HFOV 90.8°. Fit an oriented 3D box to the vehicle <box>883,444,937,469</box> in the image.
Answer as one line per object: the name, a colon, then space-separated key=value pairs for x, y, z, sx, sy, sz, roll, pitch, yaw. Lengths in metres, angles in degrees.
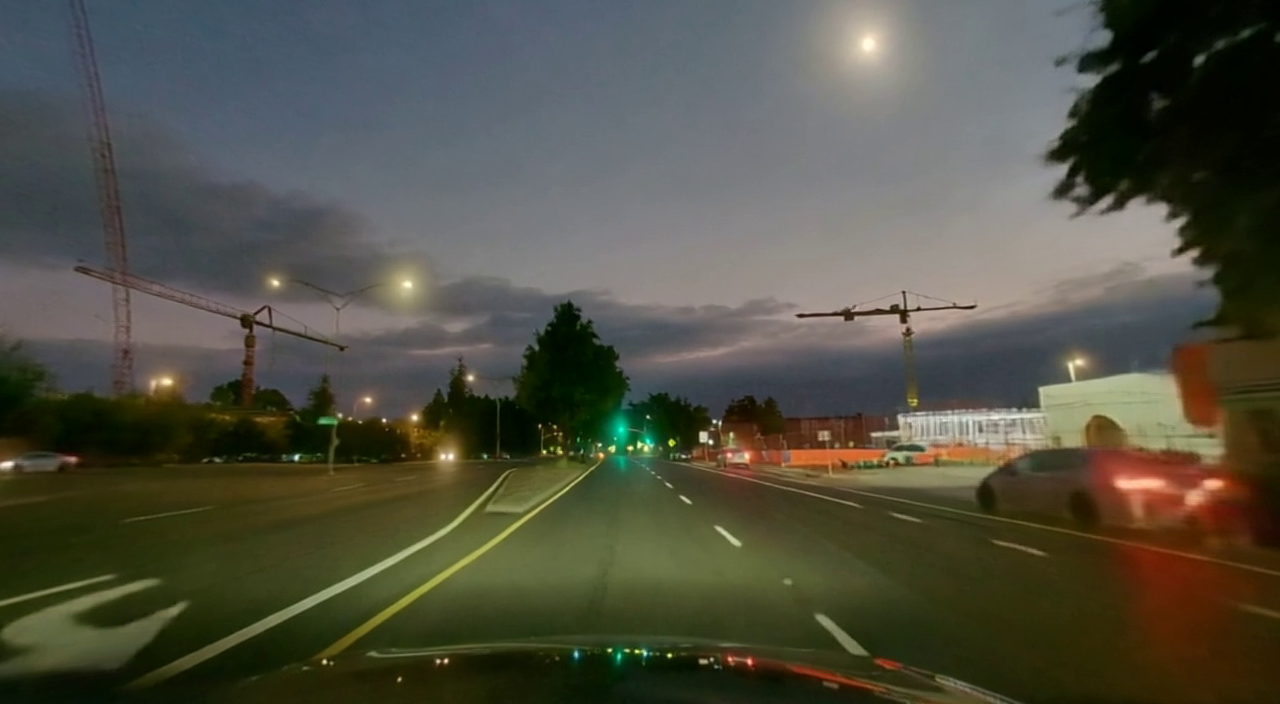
vehicle: x=20.014 y=7.736 z=47.007 sx=1.965 sy=1.690 sz=4.077 roll=0 pitch=-8 yaw=-3

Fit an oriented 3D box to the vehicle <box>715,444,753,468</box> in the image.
vehicle: x=7.038 y=7.862 z=47.933 sx=2.080 sy=1.706 sz=4.392 roll=0 pitch=-9 yaw=-2

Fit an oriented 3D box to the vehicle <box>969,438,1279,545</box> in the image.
vehicle: x=8.026 y=2.251 z=10.964 sx=2.079 sy=1.442 sz=4.406 roll=0 pitch=-9 yaw=-3
